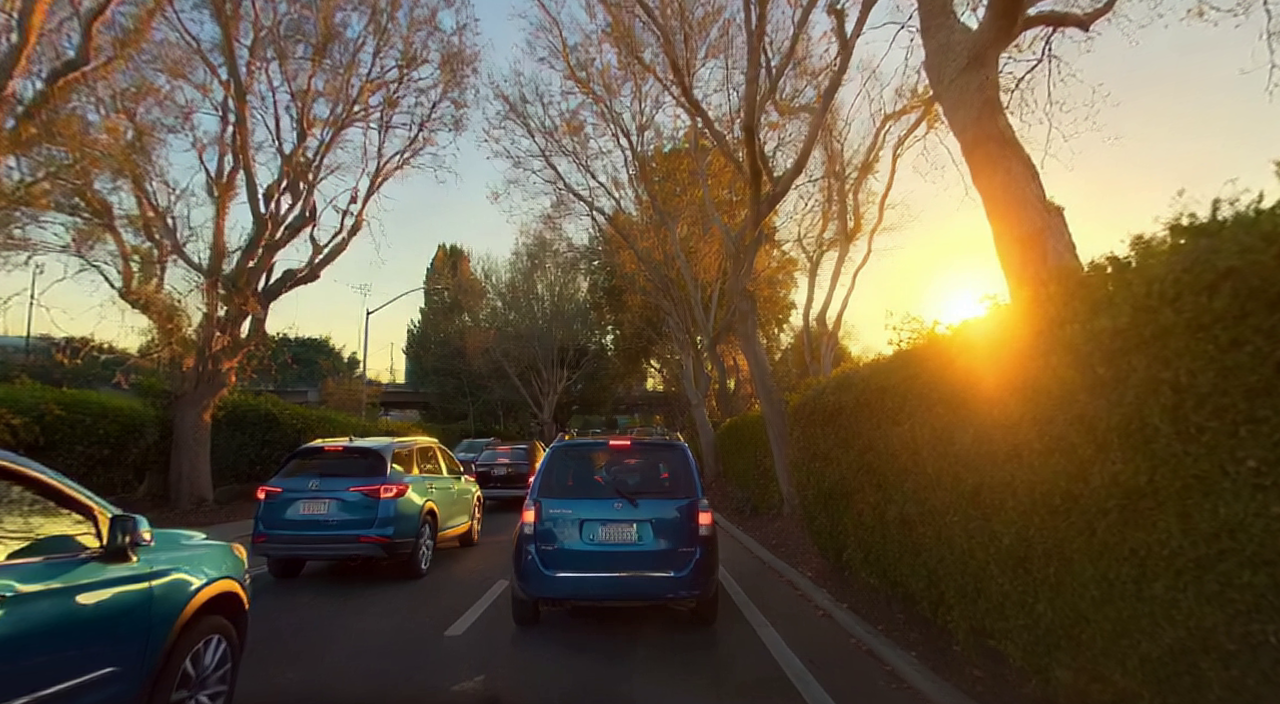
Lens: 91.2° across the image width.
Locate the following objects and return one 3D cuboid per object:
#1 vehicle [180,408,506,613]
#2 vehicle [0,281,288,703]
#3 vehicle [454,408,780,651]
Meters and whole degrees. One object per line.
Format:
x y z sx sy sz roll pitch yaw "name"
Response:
-3.392 1.851 8.310 2.256 1.728 4.421 -6 -8 -2 "vehicle"
-3.280 0.674 1.266 2.205 1.913 5.327 -6 -8 -2 "vehicle"
-0.169 1.493 6.234 2.154 1.581 4.007 0 -9 0 "vehicle"
